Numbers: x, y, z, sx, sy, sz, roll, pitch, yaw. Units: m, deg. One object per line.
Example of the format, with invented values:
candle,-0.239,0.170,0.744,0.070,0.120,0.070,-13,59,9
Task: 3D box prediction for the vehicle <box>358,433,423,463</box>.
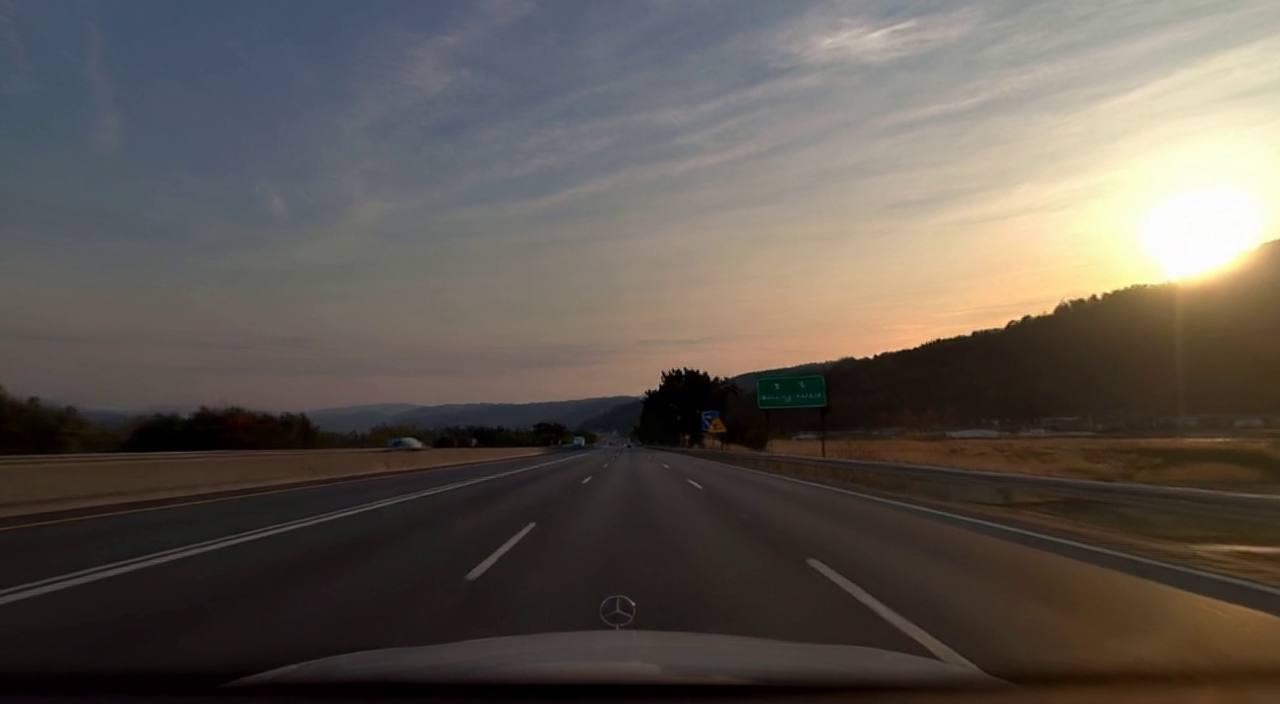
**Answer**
vehicle,-13.897,5.375,35.314,1.992,1.579,4.371,0,-8,-2
